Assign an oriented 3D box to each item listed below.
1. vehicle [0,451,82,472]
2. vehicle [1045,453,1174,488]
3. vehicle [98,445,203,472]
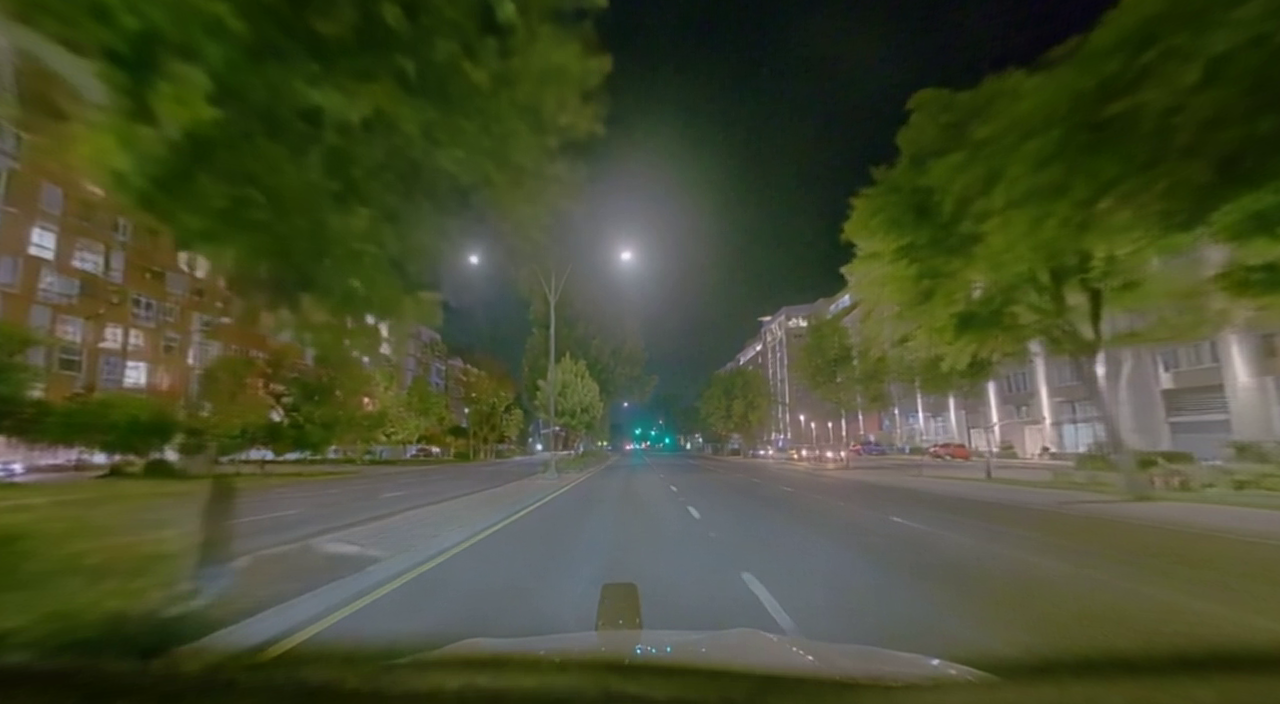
[{"bbox_3d":[-46.159,8.426,48.726,1.912,1.509,4.629,0,-9,1],"label":"vehicle"},{"bbox_3d":[20.006,5.054,27.065,3.975,1.387,1.914,0,-9,-1],"label":"vehicle"},{"bbox_3d":[-29.862,6.482,38.624,4.693,1.572,1.999,0,-9,0],"label":"vehicle"}]
